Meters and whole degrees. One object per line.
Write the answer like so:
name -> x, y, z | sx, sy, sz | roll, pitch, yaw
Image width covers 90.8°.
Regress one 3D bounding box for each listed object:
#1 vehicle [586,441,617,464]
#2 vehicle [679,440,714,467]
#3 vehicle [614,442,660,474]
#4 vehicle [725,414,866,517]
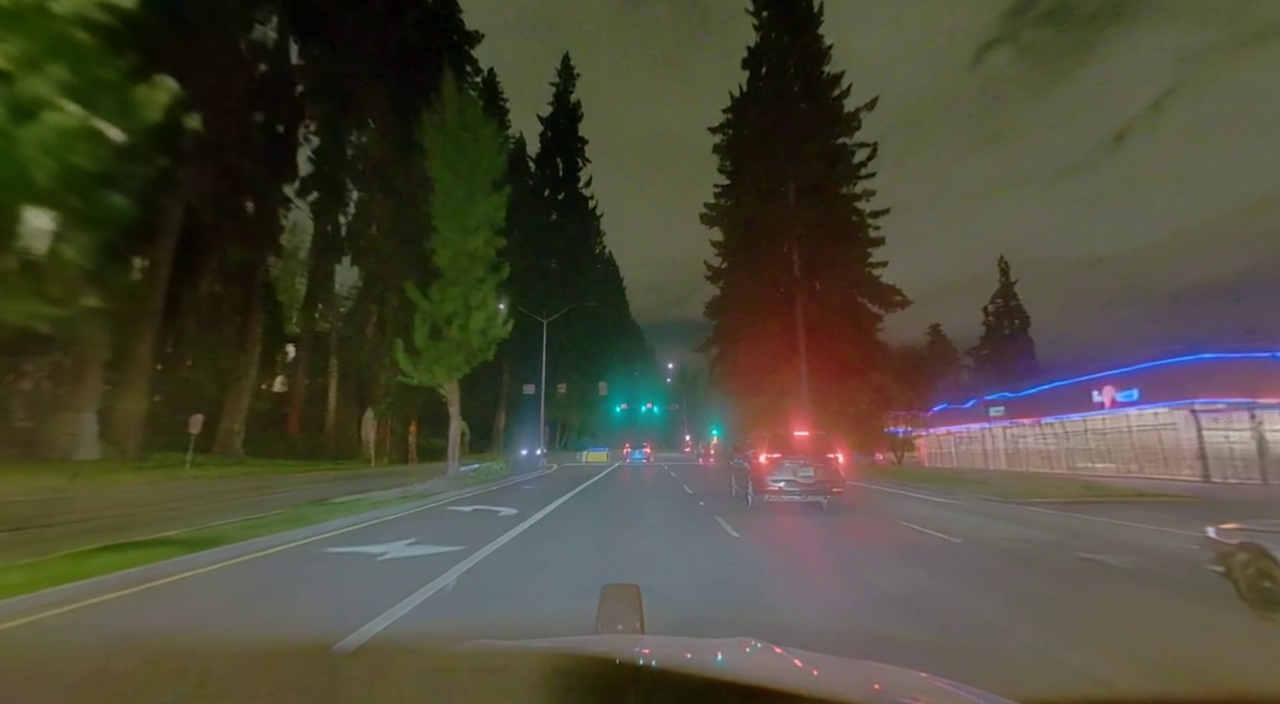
vehicle -> -2.828, 7.507, 47.389 | 1.962, 1.632, 3.979 | 0, -8, 1
vehicle -> 3.806, 6.873, 42.940 | 1.922, 1.708, 4.126 | 0, -8, -1
vehicle -> -0.126, 5.140, 30.867 | 2.119, 1.460, 3.847 | 0, -8, 0
vehicle -> 3.241, 2.470, 14.205 | 2.035, 1.940, 4.299 | 0, -8, 0
